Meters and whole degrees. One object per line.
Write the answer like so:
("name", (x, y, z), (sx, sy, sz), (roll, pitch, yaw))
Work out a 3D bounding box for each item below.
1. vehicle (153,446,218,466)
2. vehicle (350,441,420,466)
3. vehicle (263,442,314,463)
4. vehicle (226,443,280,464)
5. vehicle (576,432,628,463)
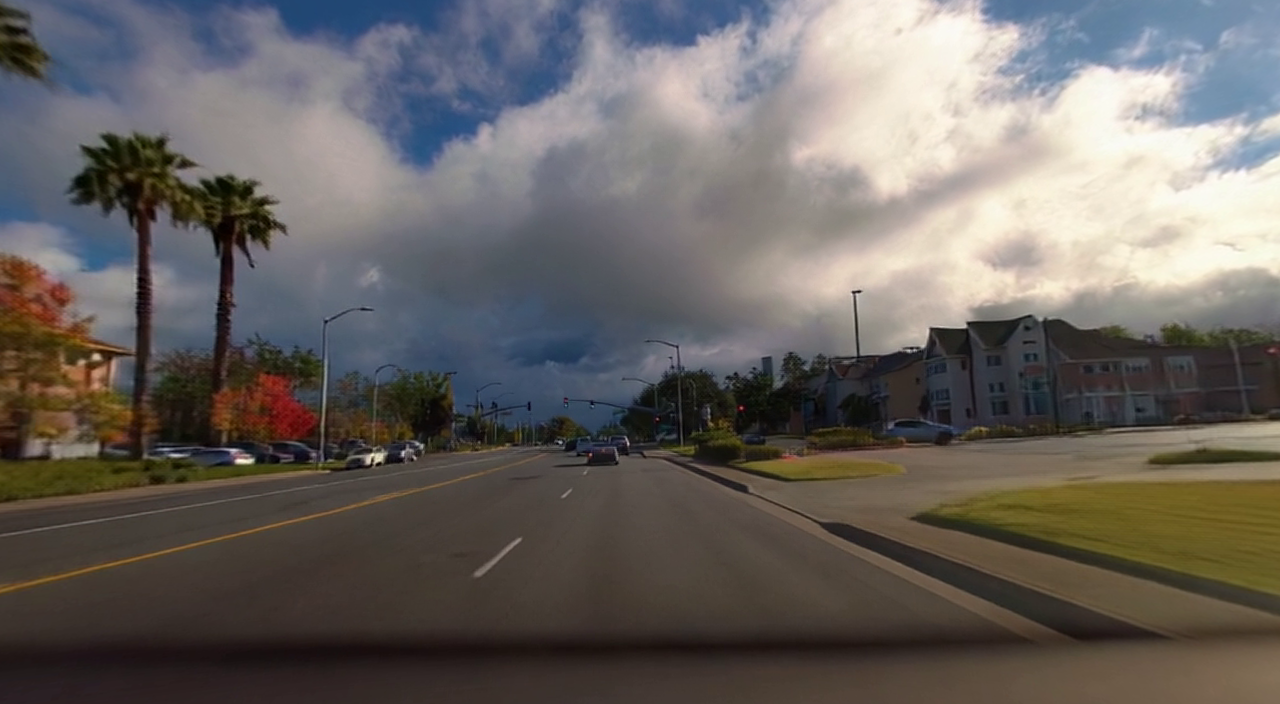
("vehicle", (-35.718, 8.143, 49.796), (1.940, 1.474, 4.384), (0, -8, -2))
("vehicle", (-16.141, 6.382, 39.916), (4.784, 1.487, 1.903), (-6, -10, 37))
("vehicle", (-27.691, 7.878, 49.853), (1.816, 1.586, 3.958), (0, -8, -2))
("vehicle", (-30.204, 7.909, 49.412), (1.812, 1.585, 3.938), (0, -8, -3))
("vehicle", (-1.940, 5.070, 33.465), (2.060, 1.526, 3.859), (-1, -8, 7))
